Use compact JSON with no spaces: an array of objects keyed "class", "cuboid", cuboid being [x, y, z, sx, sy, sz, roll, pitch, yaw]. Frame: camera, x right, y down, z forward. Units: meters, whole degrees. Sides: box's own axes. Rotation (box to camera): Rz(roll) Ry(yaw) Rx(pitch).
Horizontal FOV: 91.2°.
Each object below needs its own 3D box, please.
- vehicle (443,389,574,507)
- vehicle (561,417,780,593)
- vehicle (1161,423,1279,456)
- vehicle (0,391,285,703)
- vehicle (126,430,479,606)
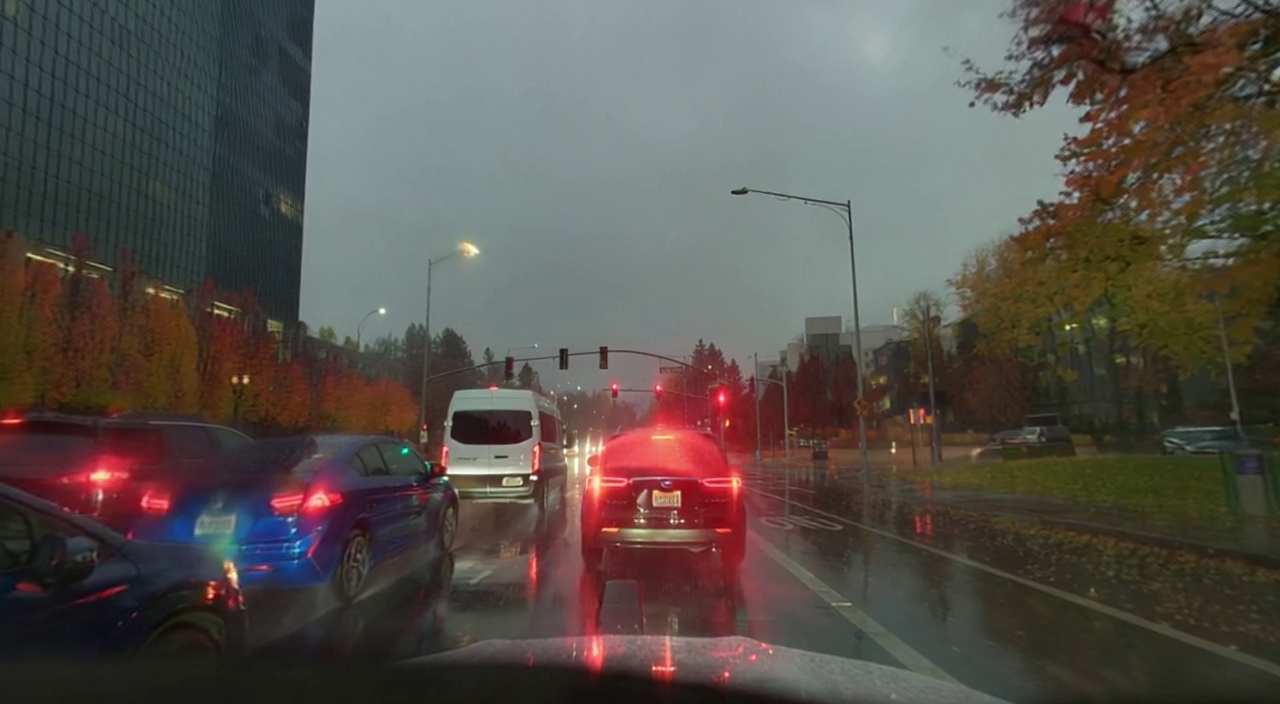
[{"class":"vehicle","cuboid":[-3.265,2.593,17.040,2.343,2.635,5.684,0,-9,-1]},{"class":"vehicle","cuboid":[0.199,1.669,7.568,1.979,1.562,3.630,0,-9,-3]},{"class":"vehicle","cuboid":[28.447,4.335,30.814,1.762,1.487,4.488,-1,-9,1]},{"class":"vehicle","cuboid":[-2.905,0.817,1.515,1.893,1.491,3.798,0,-9,-1]},{"class":"vehicle","cuboid":[-3.480,1.774,7.616,1.955,1.499,4.223,0,-9,0]}]
